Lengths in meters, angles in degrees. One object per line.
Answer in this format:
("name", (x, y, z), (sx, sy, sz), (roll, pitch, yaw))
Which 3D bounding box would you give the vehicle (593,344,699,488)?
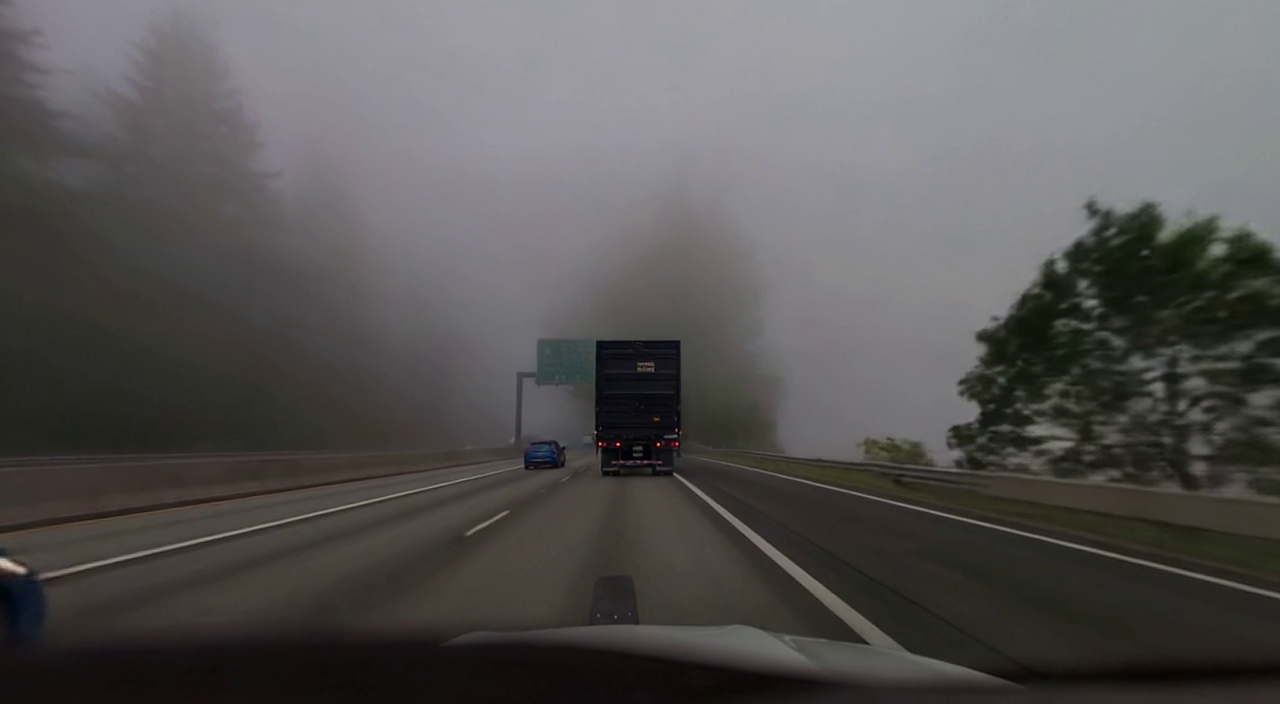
("vehicle", (0.067, 2.592, 23.739), (3.073, 4.196, 10.546), (0, -8, -1))

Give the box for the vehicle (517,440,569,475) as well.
("vehicle", (-4.601, 5.029, 30.378), (1.854, 1.530, 4.268), (0, -8, 0))
